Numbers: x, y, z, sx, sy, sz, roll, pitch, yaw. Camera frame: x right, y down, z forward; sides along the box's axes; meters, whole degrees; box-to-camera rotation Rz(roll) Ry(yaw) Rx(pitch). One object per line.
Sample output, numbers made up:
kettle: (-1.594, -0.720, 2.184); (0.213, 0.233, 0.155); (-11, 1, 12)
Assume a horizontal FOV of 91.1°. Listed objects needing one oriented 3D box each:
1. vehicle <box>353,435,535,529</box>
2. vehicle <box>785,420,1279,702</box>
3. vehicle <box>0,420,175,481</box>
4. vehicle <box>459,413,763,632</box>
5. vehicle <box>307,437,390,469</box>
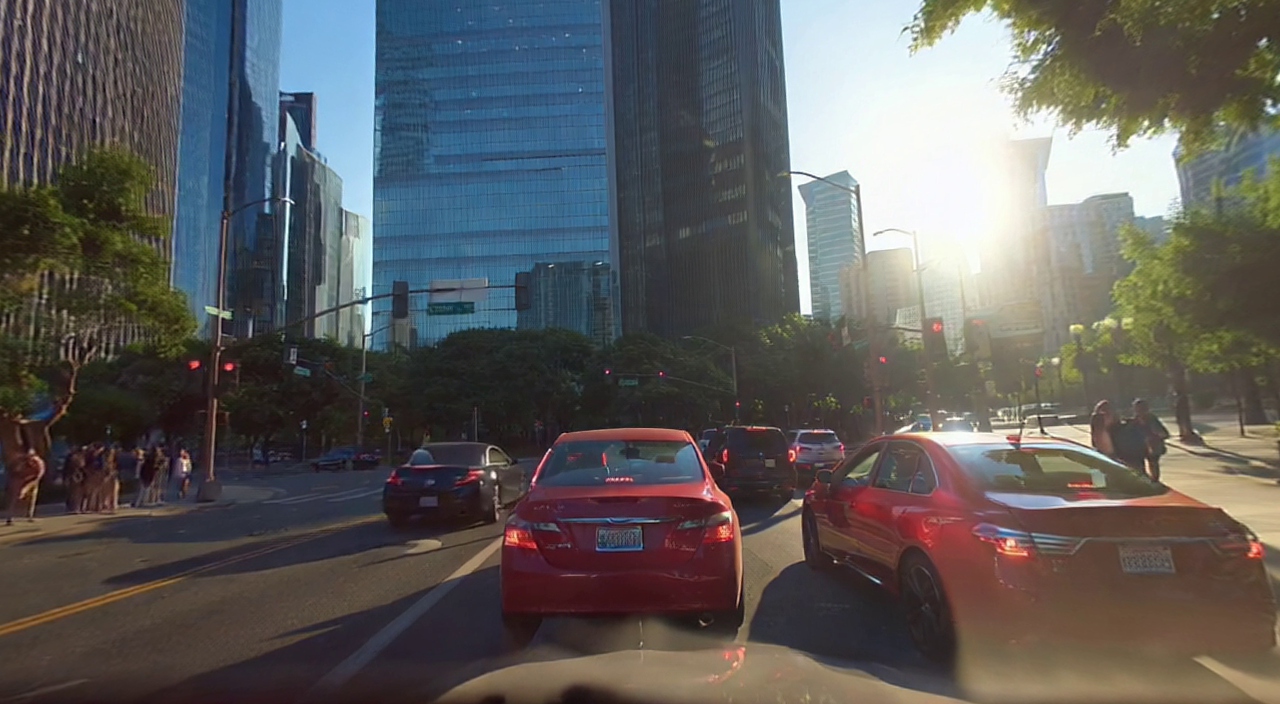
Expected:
vehicle: (-3.438, 2.359, 12.083); (1.957, 1.427, 4.531); (0, -8, 1)
vehicle: (2.752, 1.406, 5.449); (1.952, 1.464, 4.165); (0, -8, -1)
vehicle: (-28.372, 5.064, 32.363); (6.756, 2.955, 2.367); (0, -8, 0)
vehicle: (-0.268, 1.464, 6.399); (2.072, 1.476, 4.078); (0, -8, -2)
vehicle: (-17.141, 5.920, 36.950); (4.294, 1.819, 2.043); (-4, -9, 25)
